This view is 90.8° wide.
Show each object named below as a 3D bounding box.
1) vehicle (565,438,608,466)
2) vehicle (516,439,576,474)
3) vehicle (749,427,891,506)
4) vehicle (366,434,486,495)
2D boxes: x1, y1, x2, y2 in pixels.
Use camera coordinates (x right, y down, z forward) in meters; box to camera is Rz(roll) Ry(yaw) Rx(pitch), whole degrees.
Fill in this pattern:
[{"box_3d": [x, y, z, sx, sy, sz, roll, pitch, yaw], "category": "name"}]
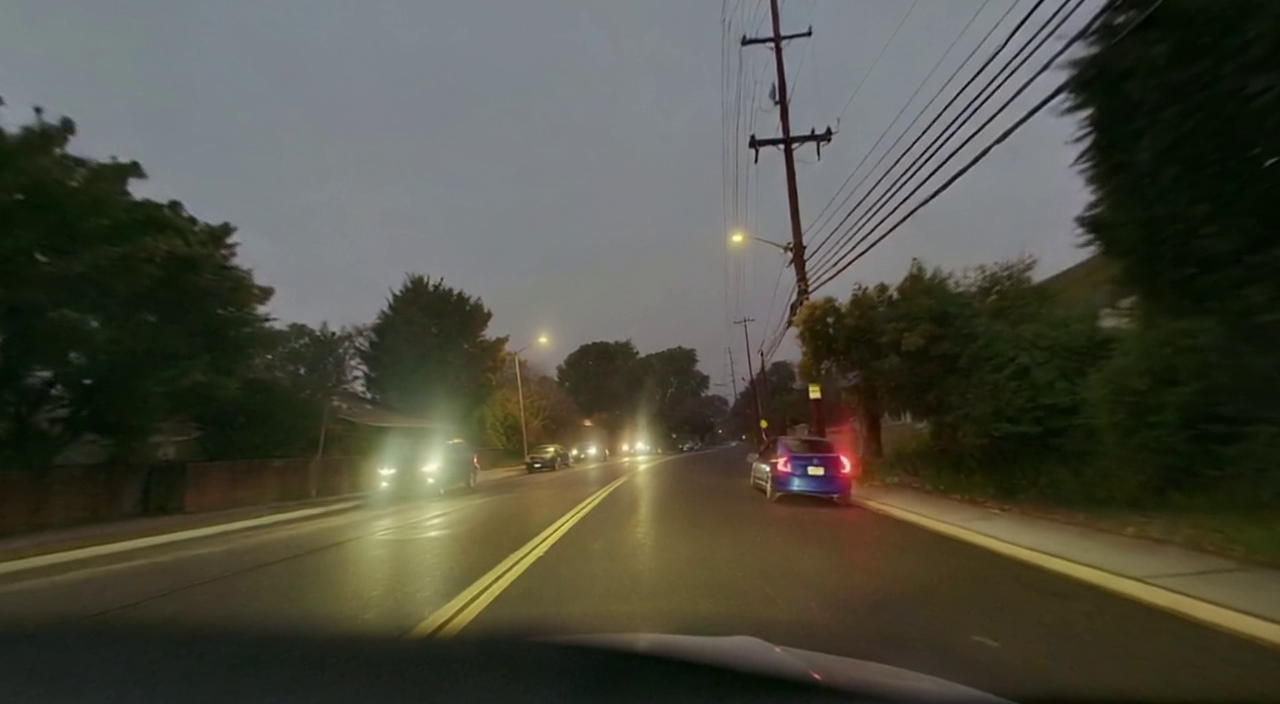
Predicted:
[{"box_3d": [-3.609, 6.920, 43.415, 1.927, 1.542, 3.886, -7, -13, 9], "category": "vehicle"}, {"box_3d": [-4.984, 5.717, 34.178, 1.840, 1.523, 4.333, 4, -11, 9], "category": "vehicle"}, {"box_3d": [3.788, 2.506, 14.238, 2.054, 1.470, 4.504, -1, -8, 3], "category": "vehicle"}, {"box_3d": [-6.605, 3.608, 20.149, 2.025, 1.715, 4.363, -1, -11, 4], "category": "vehicle"}]
